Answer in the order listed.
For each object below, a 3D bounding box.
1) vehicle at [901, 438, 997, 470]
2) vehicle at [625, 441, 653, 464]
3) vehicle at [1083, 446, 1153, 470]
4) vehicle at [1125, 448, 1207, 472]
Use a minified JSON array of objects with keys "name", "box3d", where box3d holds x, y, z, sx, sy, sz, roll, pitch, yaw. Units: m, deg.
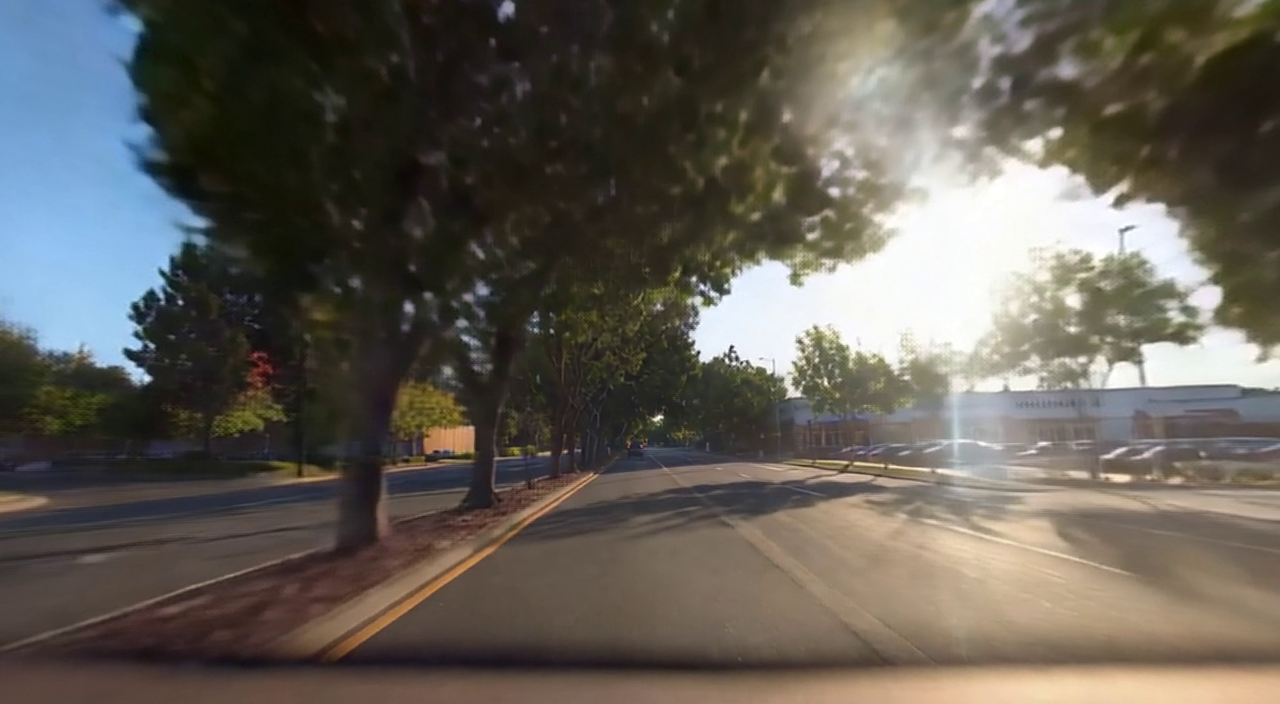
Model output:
[{"name":"vehicle","box3d":[18.946,6.248,38.885,4.739,1.916,2.136,0,-8,1]},{"name":"vehicle","box3d":[-0.087,7.747,48.872,2.095,1.647,4.205,0,-8,-1]},{"name":"vehicle","box3d":[31.774,7.022,42.123,1.739,1.471,3.811,0,-8,1]},{"name":"vehicle","box3d":[34.565,7.104,41.669,1.801,1.425,4.094,0,-8,-2]}]
